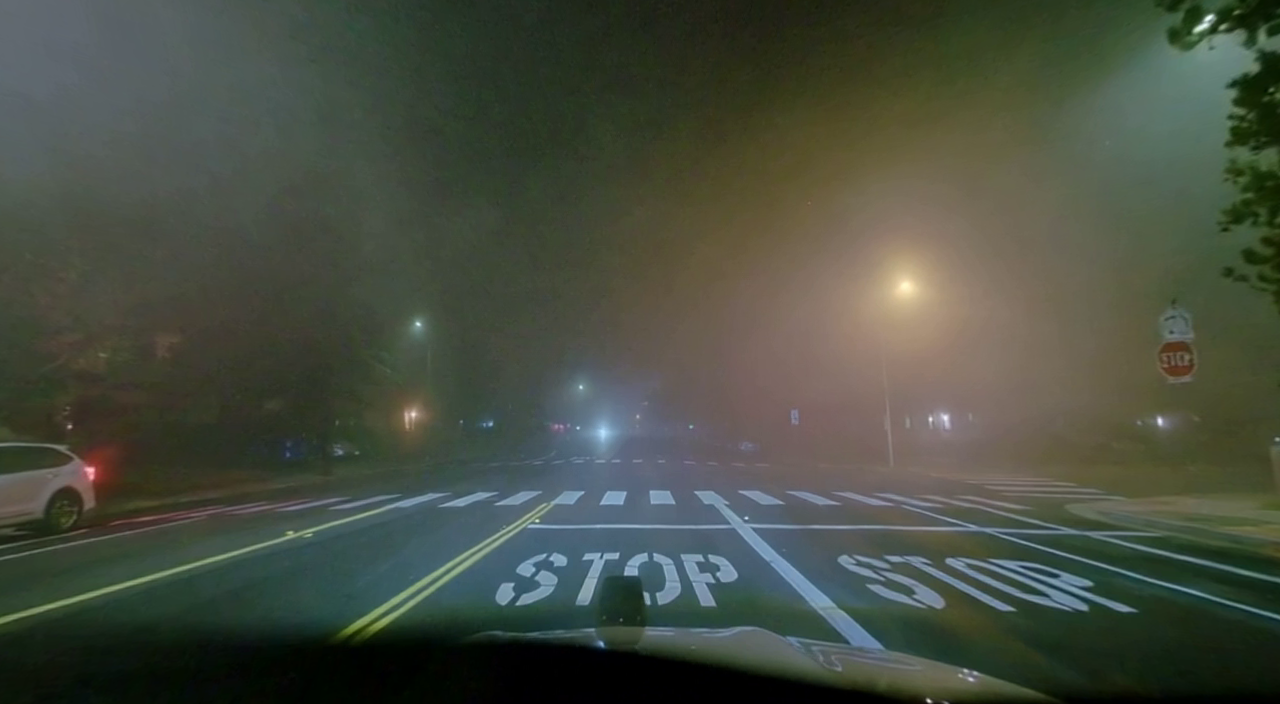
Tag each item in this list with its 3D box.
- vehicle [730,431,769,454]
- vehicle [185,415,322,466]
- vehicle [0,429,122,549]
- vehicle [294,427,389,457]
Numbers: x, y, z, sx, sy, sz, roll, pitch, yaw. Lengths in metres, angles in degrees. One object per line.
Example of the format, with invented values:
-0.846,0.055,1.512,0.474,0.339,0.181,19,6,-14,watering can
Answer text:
7.917,6.643,46.149,2.029,1.554,4.705,0,-9,1,vehicle
-17.993,4.172,29.643,4.800,2.259,2.303,0,-9,-1,vehicle
-11.191,2.212,10.066,2.078,1.843,4.615,-1,-6,-2,vehicle
-18.037,5.497,38.371,4.743,1.734,1.994,0,-9,0,vehicle
